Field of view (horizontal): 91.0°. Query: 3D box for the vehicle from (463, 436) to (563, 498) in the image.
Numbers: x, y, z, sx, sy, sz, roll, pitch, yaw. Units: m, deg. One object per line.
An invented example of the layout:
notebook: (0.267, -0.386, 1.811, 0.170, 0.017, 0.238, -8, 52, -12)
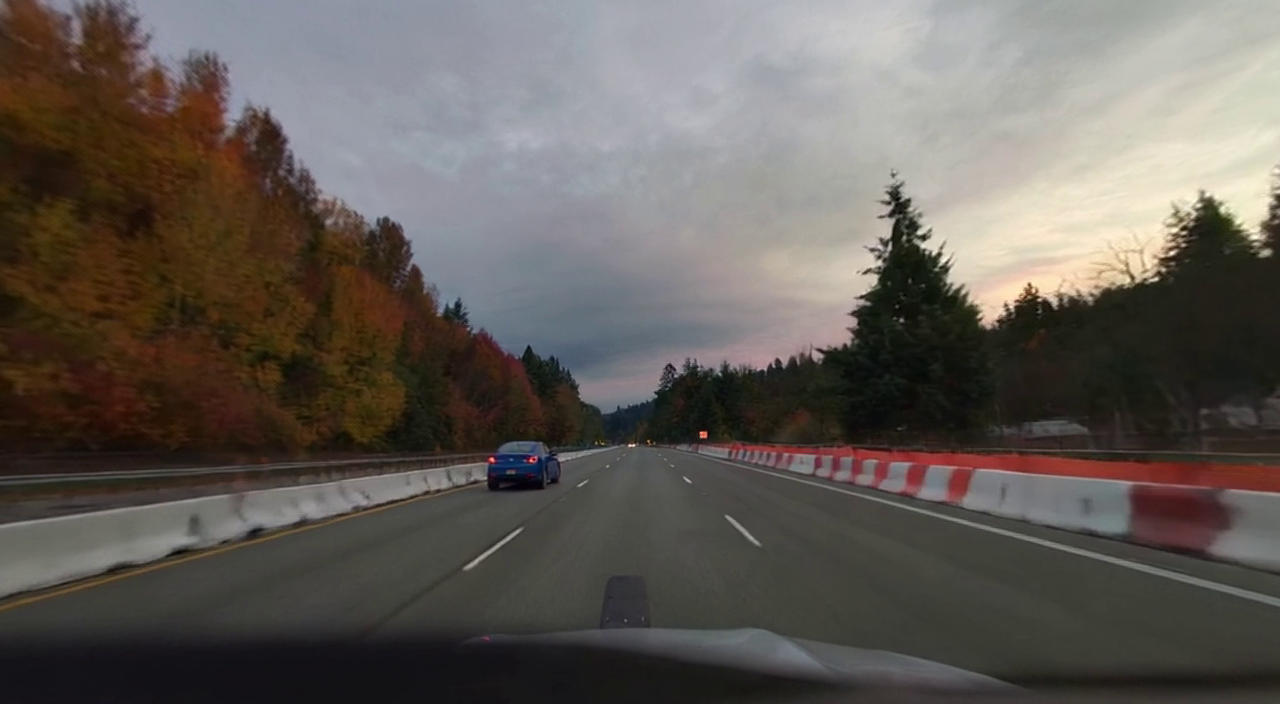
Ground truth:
vehicle: (-3.374, 3.136, 17.532, 1.902, 1.505, 4.016, 0, -8, 1)
